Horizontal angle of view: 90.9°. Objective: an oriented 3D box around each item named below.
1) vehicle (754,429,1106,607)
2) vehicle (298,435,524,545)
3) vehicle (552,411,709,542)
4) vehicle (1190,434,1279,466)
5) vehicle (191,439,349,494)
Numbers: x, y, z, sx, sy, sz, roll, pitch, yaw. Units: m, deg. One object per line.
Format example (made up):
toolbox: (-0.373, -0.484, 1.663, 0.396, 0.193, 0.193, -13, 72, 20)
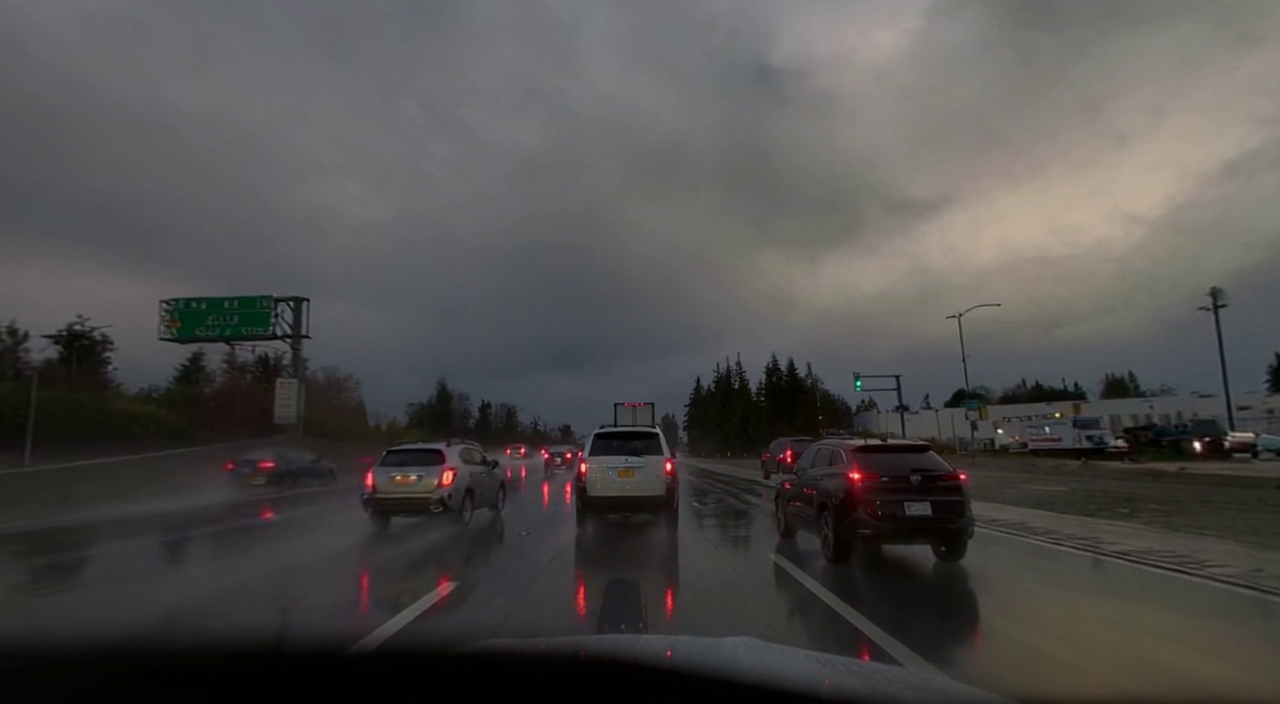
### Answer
vehicle: (2.859, 1.738, 7.609, 2.018, 1.470, 4.491, 0, -9, -1)
vehicle: (-3.512, 2.202, 10.793, 2.132, 1.464, 4.481, 0, -9, 1)
vehicle: (-0.145, 2.011, 10.674, 2.152, 1.779, 3.924, 0, -9, 0)
vehicle: (31.806, 5.098, 32.837, 1.805, 1.536, 4.325, 3, -9, -19)
vehicle: (-11.146, 3.475, 19.512, 1.930, 1.485, 4.765, 0, -9, 1)
